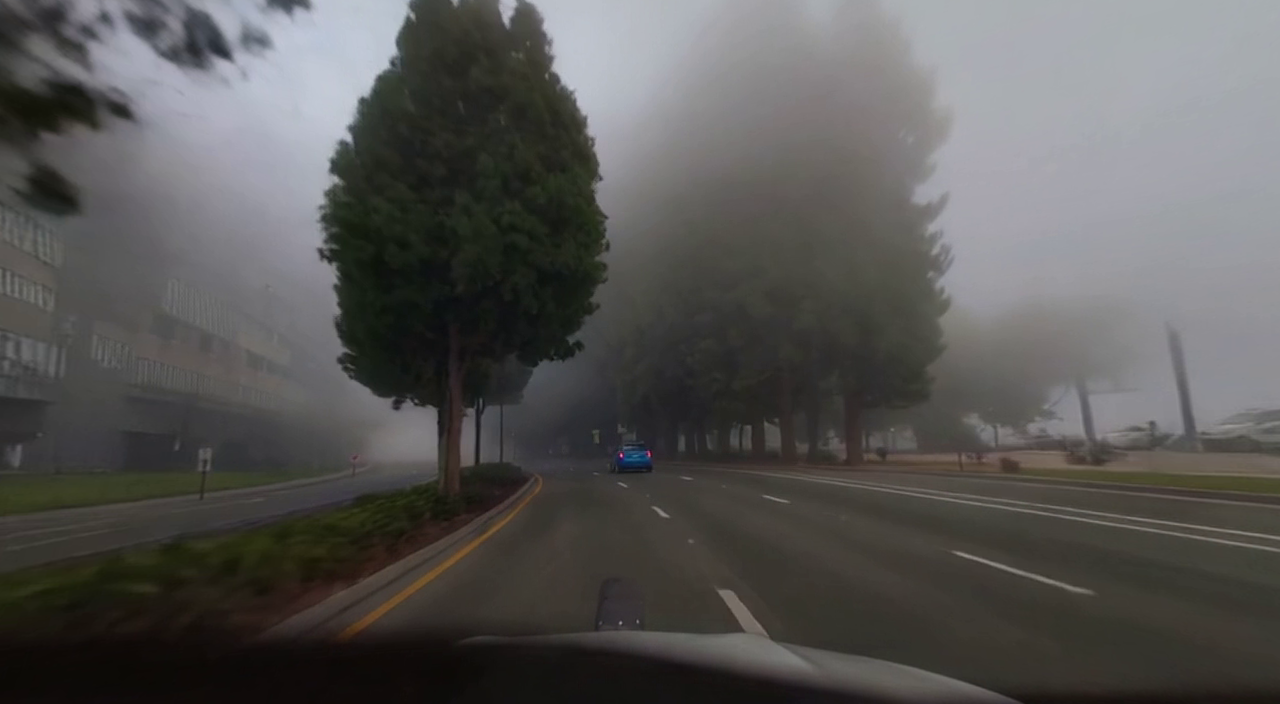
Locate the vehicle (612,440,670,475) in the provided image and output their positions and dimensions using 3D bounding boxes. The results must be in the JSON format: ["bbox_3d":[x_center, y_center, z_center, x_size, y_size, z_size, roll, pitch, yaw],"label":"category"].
[{"bbox_3d":[-0.042,5.374,32.407,2.165,1.633,4.381,1,-9,-10],"label":"vehicle"}]
